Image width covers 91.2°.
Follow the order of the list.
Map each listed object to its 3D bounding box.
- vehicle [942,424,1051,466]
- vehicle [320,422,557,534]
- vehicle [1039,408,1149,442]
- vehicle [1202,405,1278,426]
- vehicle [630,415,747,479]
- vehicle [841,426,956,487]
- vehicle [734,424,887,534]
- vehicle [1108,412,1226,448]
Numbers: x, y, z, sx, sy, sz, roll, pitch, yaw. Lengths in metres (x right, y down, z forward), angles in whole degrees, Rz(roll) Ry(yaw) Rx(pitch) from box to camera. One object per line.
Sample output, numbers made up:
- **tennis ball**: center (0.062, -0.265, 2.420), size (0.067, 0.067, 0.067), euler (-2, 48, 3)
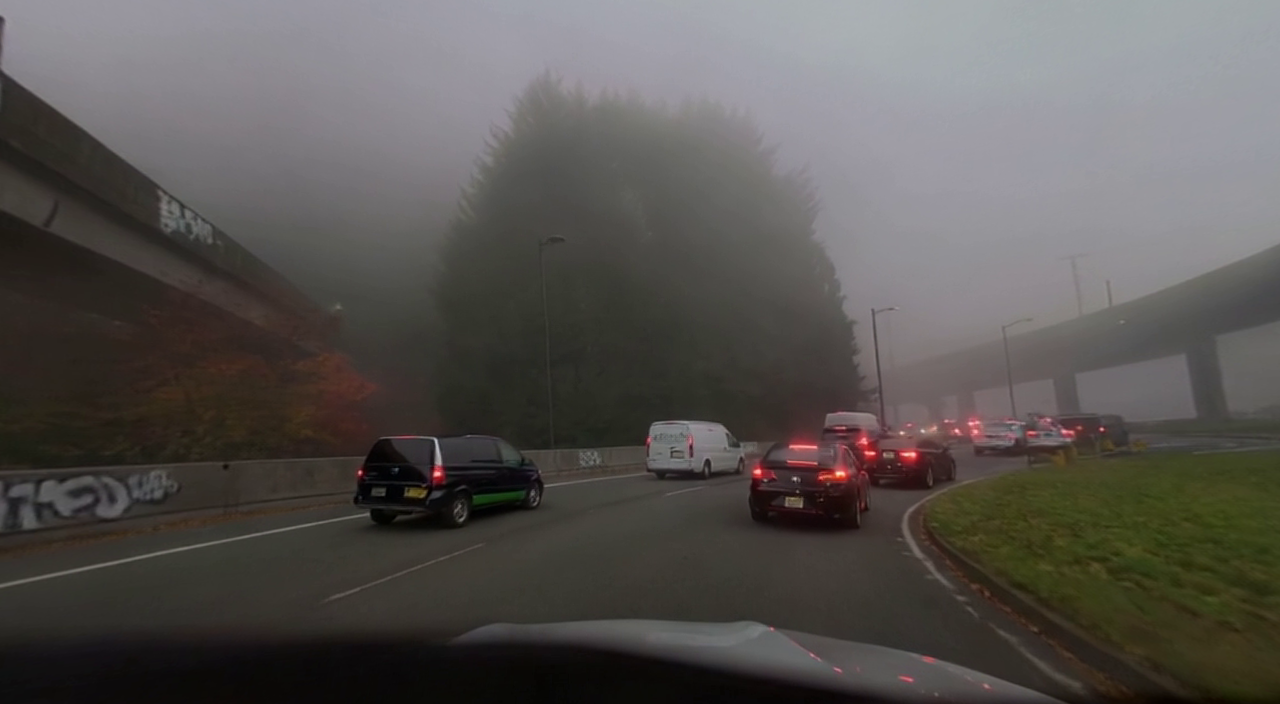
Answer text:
- **vehicle**: center (13.419, 3.494, 23.553), size (3.902, 1.446, 1.780), euler (5, -10, -31)
- **vehicle**: center (-3.210, 2.113, 11.032), size (1.921, 1.554, 4.081), euler (-3, -9, 17)
- **vehicle**: center (23.201, 3.755, 32.077), size (4.309, 1.613, 1.909), euler (1, -9, -8)
- **vehicle**: center (43.538, 4.618, 45.546), size (3.847, 1.499, 1.742), euler (-5, -8, 43)
- **vehicle**: center (1.636, 3.048, 20.063), size (1.835, 1.825, 4.005), euler (-7, -11, 36)
- **vehicle**: center (7.547, 2.973, 18.064), size (1.830, 1.519, 4.253), euler (-7, -11, 38)
- **vehicle**: center (3.109, 2.095, 10.878), size (2.064, 1.515, 3.722), euler (-4, -10, 22)
- **vehicle**: center (22.861, 3.417, 27.231), size (3.934, 1.485, 1.763), euler (2, -9, -12)
